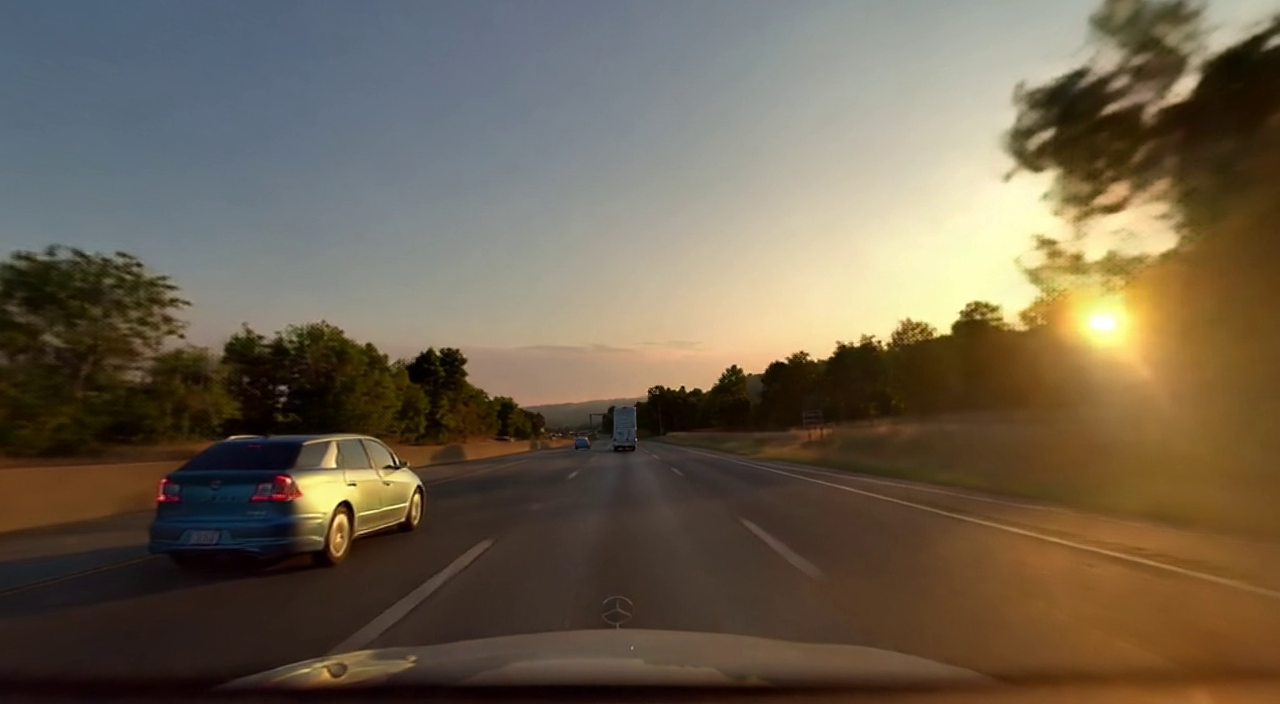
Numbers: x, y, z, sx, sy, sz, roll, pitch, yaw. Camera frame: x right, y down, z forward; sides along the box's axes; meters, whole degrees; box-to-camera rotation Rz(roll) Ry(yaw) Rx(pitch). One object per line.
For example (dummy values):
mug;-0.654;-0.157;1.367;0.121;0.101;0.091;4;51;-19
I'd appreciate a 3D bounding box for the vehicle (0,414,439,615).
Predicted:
vehicle;-3.803;1.489;6.809;1.931;1.483;4.105;0;-8;-1

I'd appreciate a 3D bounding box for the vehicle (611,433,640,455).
vehicle;-1.068;7.119;48.870;2.162;1.616;4.242;0;-8;0
